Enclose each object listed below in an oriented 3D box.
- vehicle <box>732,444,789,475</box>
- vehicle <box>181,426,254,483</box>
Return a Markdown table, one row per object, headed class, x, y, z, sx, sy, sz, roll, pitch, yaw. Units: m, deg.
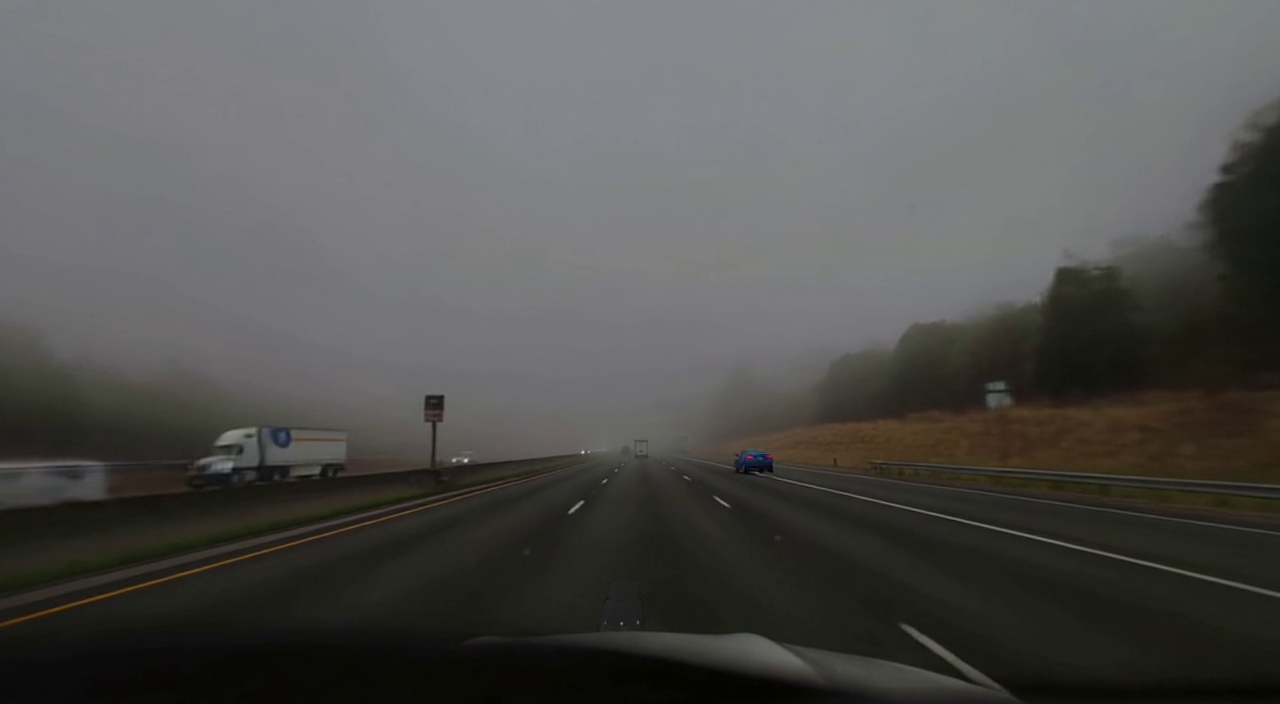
| class | x | y | z | sx | sy | sz | roll | pitch | yaw |
| --- | --- | --- | --- | --- | --- | --- | --- | --- | --- |
| vehicle | 6.121 | 5.513 | 32.438 | 1.967 | 1.472 | 3.751 | 0 | -9 | -3 |
| vehicle | -29.428 | 7.153 | 44.039 | 2.925 | 3.784 | 2.677 | 0 | -9 | 0 |
